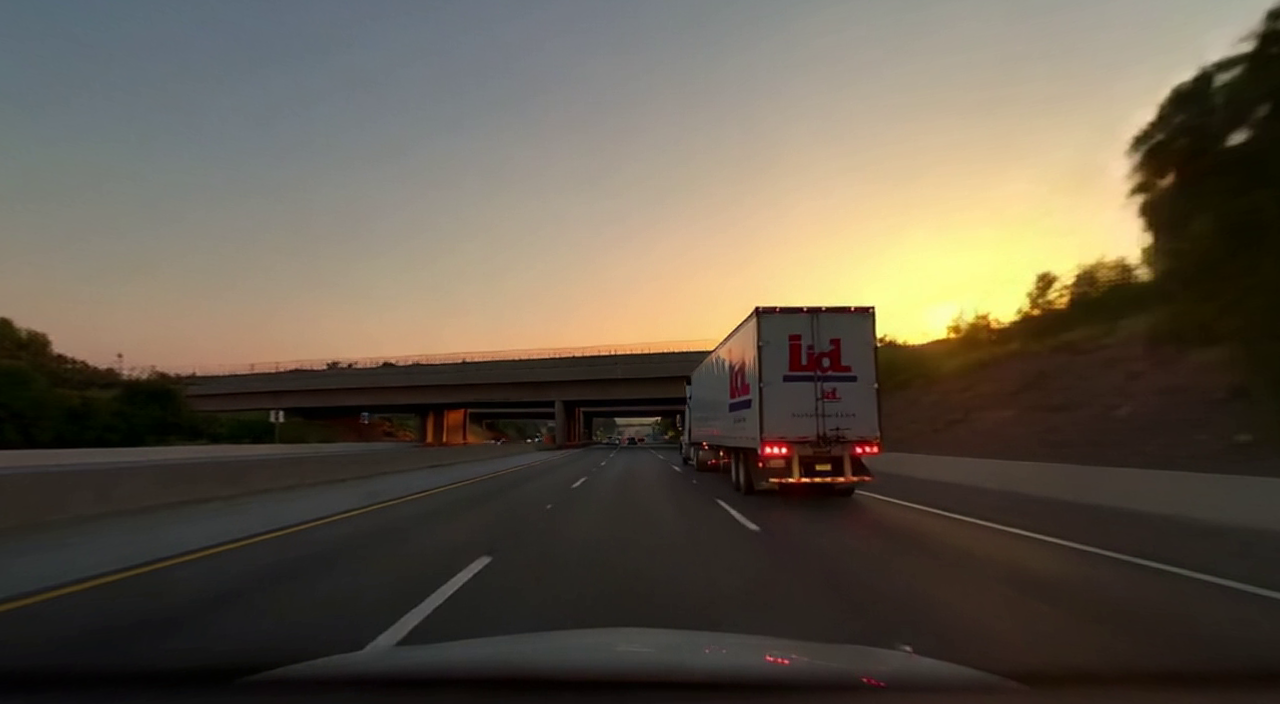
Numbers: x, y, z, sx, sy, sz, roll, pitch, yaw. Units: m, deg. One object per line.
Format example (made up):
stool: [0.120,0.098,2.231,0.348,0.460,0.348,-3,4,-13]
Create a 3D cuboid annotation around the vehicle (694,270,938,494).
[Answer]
vehicle: [3.869,1.498,19.046,3.034,4.194,14.704,0,-8,0]
